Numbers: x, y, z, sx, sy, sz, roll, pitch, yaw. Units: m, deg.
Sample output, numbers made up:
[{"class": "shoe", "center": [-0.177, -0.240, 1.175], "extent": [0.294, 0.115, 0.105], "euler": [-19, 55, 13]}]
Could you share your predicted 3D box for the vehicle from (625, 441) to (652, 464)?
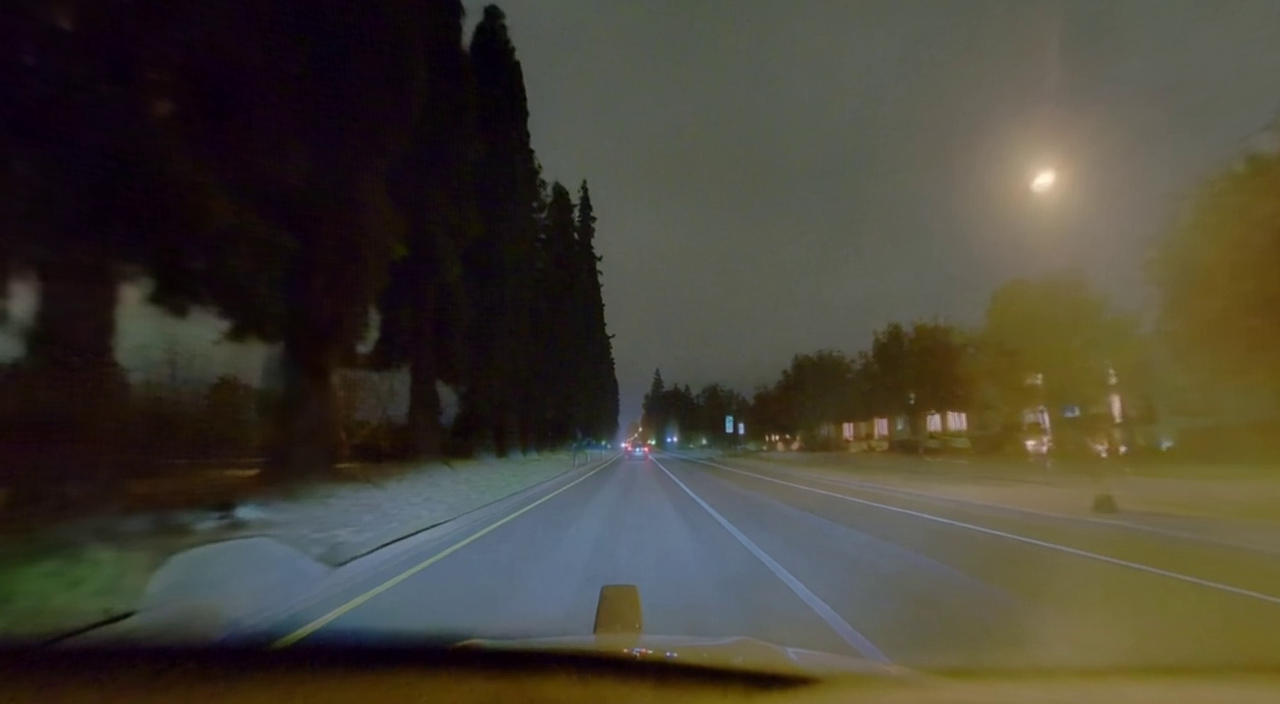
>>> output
[{"class": "vehicle", "center": [-0.122, 7.735, 48.702], "extent": [2.016, 1.665, 3.932], "euler": [0, -9, -1]}]
